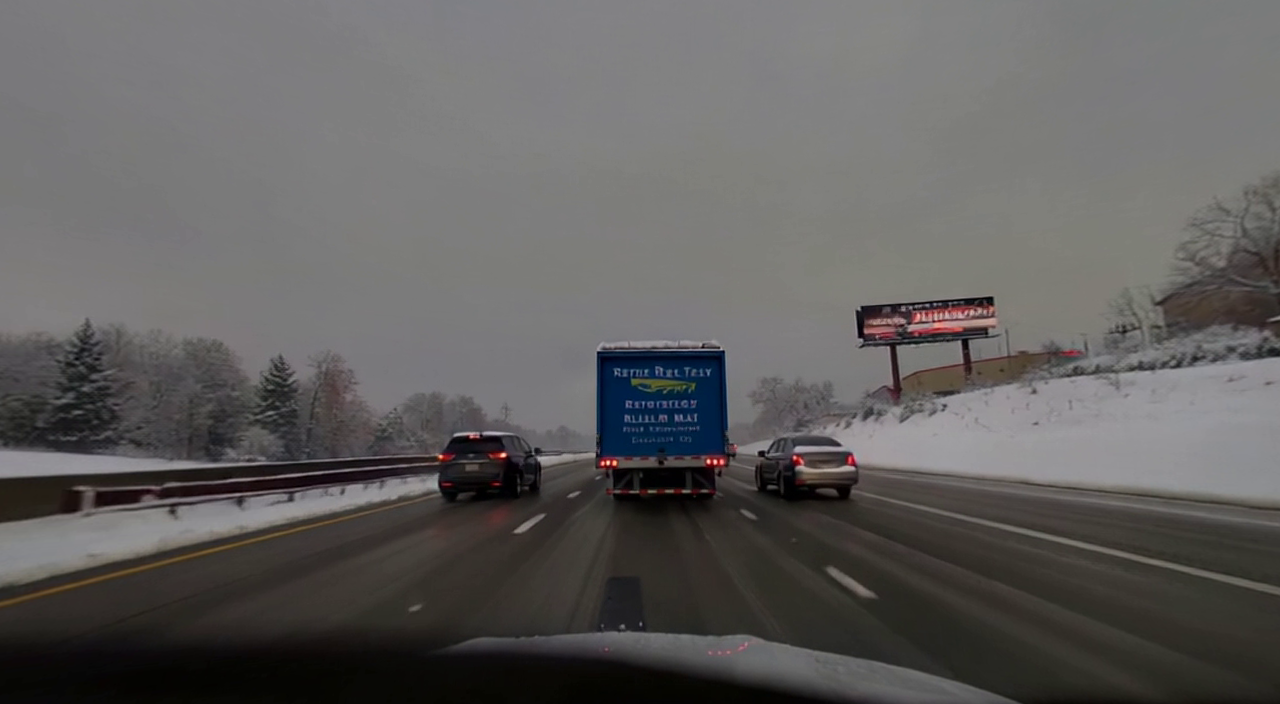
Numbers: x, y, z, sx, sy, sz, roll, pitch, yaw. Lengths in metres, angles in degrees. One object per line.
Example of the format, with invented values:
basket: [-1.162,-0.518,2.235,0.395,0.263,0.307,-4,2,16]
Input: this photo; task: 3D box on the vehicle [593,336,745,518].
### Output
vehicle: [0.593,1.955,15.813,2.733,3.296,8.571,0,-8,1]

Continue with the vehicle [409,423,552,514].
vehicle: [-3.443,2.604,14.662,2.030,1.757,4.509,-1,-8,2]

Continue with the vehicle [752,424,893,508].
vehicle: [4.136,2.649,15.141,2.066,1.692,4.339,0,-8,0]
